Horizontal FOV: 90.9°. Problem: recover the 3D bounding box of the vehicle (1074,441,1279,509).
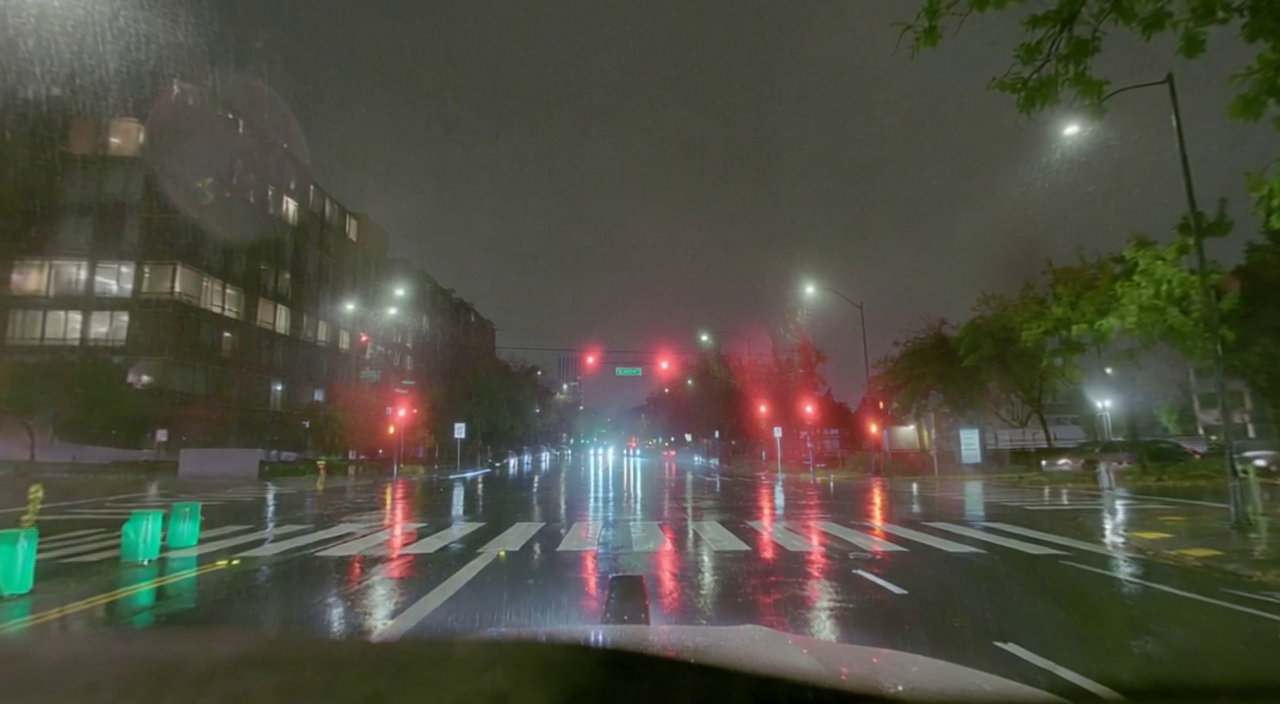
[{"bbox_3d":[12.977,2.800,14.563,4.424,1.436,1.804,-1,-9,5],"label":"vehicle"}]
